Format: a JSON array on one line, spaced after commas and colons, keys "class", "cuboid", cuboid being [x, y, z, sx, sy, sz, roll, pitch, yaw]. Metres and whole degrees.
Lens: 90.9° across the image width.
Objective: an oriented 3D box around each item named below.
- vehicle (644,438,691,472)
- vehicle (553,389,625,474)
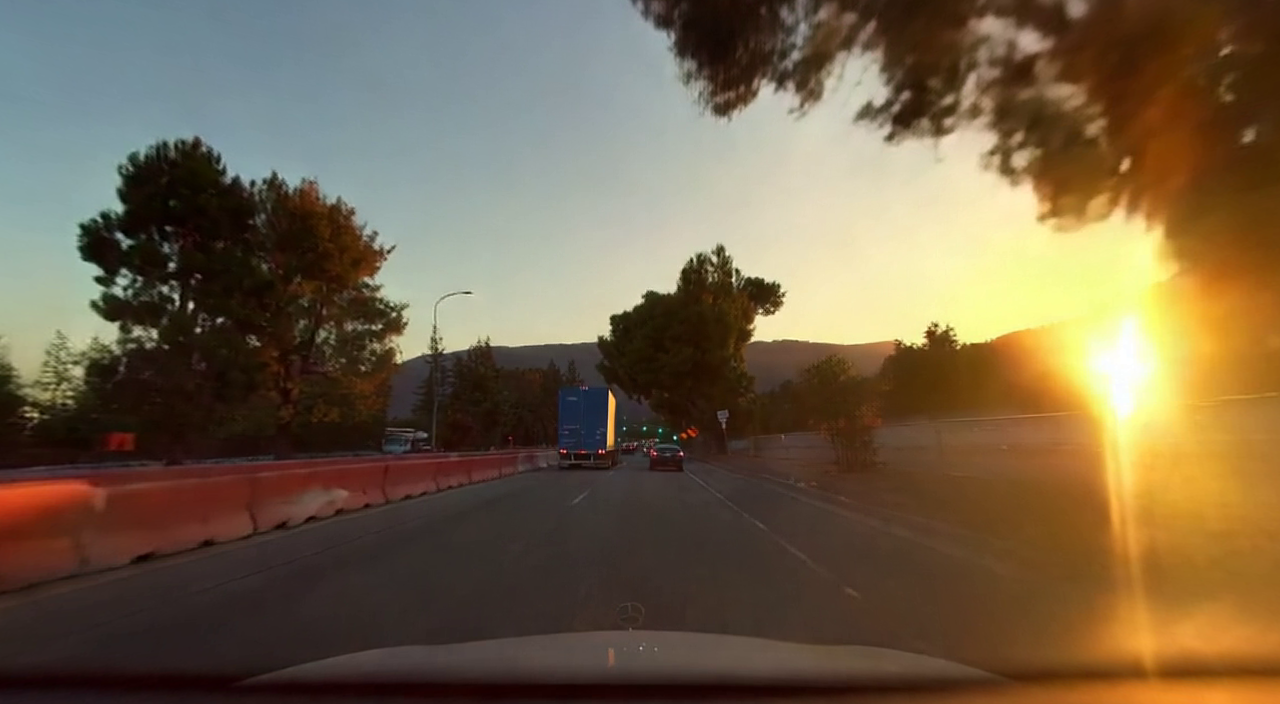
[{"class": "vehicle", "cuboid": [1.386, 5.470, 33.751, 2.304, 1.675, 4.462, 0, -8, 0]}, {"class": "vehicle", "cuboid": [-2.662, 4.987, 38.691, 2.906, 4.115, 15.715, 0, -8, 1]}]
